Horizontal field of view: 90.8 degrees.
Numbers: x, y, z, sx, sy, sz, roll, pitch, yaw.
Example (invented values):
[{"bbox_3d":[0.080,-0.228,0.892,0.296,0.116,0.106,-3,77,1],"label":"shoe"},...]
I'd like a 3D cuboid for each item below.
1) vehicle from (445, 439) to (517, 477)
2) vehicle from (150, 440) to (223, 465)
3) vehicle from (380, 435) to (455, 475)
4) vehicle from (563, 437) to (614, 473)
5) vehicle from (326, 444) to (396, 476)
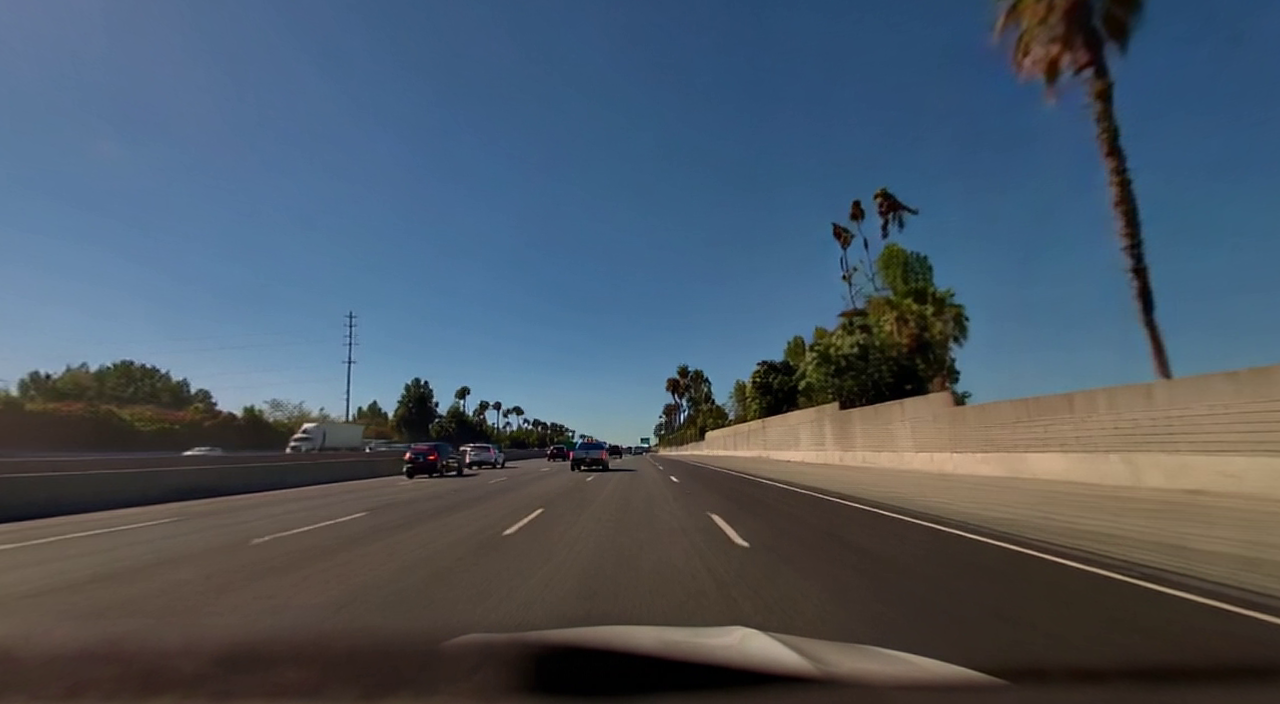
[{"bbox_3d":[-7.462,5.024,30.163,2.204,1.677,4.438,0,-8,1],"label":"vehicle"},{"bbox_3d":[-34.665,7.688,48.438,1.943,1.838,4.661,0,-9,2],"label":"vehicle"},{"bbox_3d":[-11.250,5.255,32.341,1.986,1.875,4.902,0,-9,1],"label":"vehicle"},{"bbox_3d":[-2.512,5.209,32.032,2.201,1.672,4.128,0,-9,0],"label":"vehicle"},{"bbox_3d":[-15.225,5.891,34.746,1.836,1.662,4.317,0,-8,1],"label":"vehicle"}]
